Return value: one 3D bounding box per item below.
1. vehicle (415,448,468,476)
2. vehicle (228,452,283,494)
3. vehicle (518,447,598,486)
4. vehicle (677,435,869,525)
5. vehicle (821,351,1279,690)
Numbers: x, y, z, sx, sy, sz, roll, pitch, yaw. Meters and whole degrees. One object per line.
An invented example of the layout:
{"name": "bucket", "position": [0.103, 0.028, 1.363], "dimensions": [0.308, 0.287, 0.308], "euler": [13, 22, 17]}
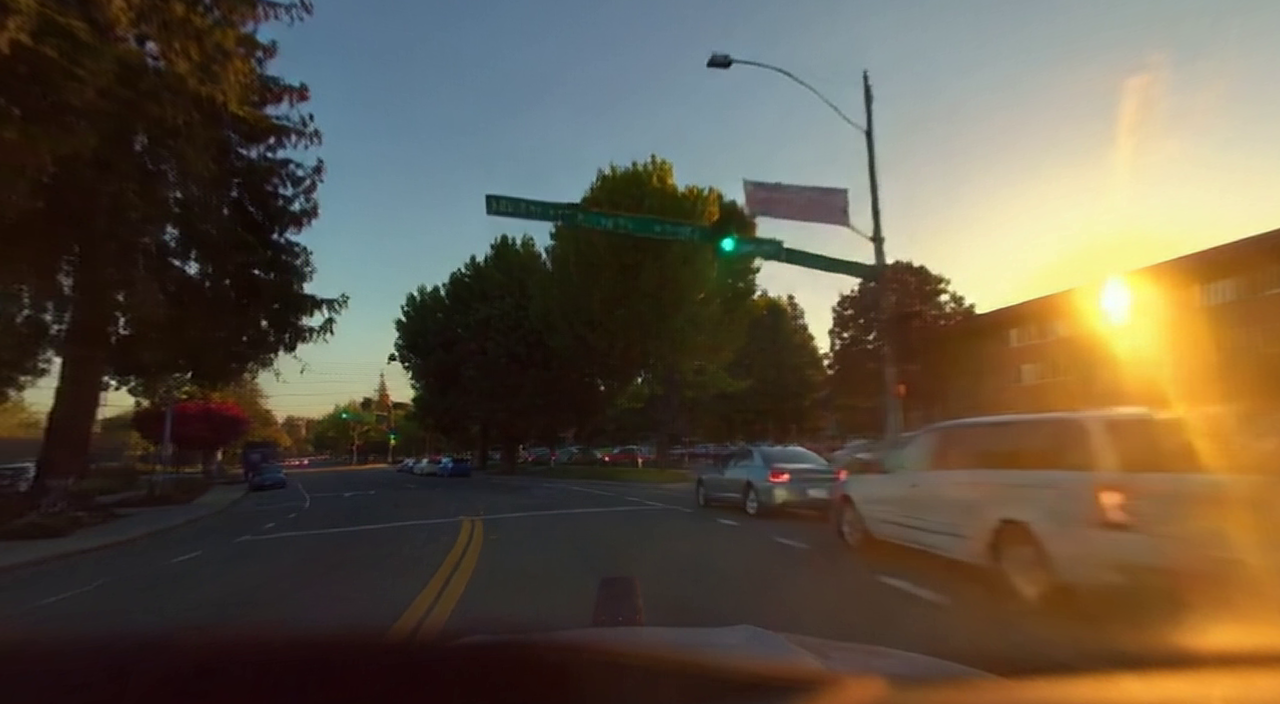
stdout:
{"name": "vehicle", "position": [-14.443, 7.870, 45.731], "dimensions": [2.255, 1.863, 5.629], "euler": [5, -10, -31]}
{"name": "vehicle", "position": [-19.601, 6.092, 32.222], "dimensions": [2.171, 1.838, 5.344], "euler": [2, -9, -32]}
{"name": "vehicle", "position": [-3.655, 4.879, 27.433], "dimensions": [1.884, 1.508, 4.713], "euler": [4, -9, -28]}
{"name": "vehicle", "position": [2.493, 2.549, 13.304], "dimensions": [2.066, 1.509, 4.579], "euler": [2, -9, -15]}
{"name": "vehicle", "position": [3.795, 1.250, 5.965], "dimensions": [2.289, 1.785, 4.944], "euler": [1, -8, -6]}
